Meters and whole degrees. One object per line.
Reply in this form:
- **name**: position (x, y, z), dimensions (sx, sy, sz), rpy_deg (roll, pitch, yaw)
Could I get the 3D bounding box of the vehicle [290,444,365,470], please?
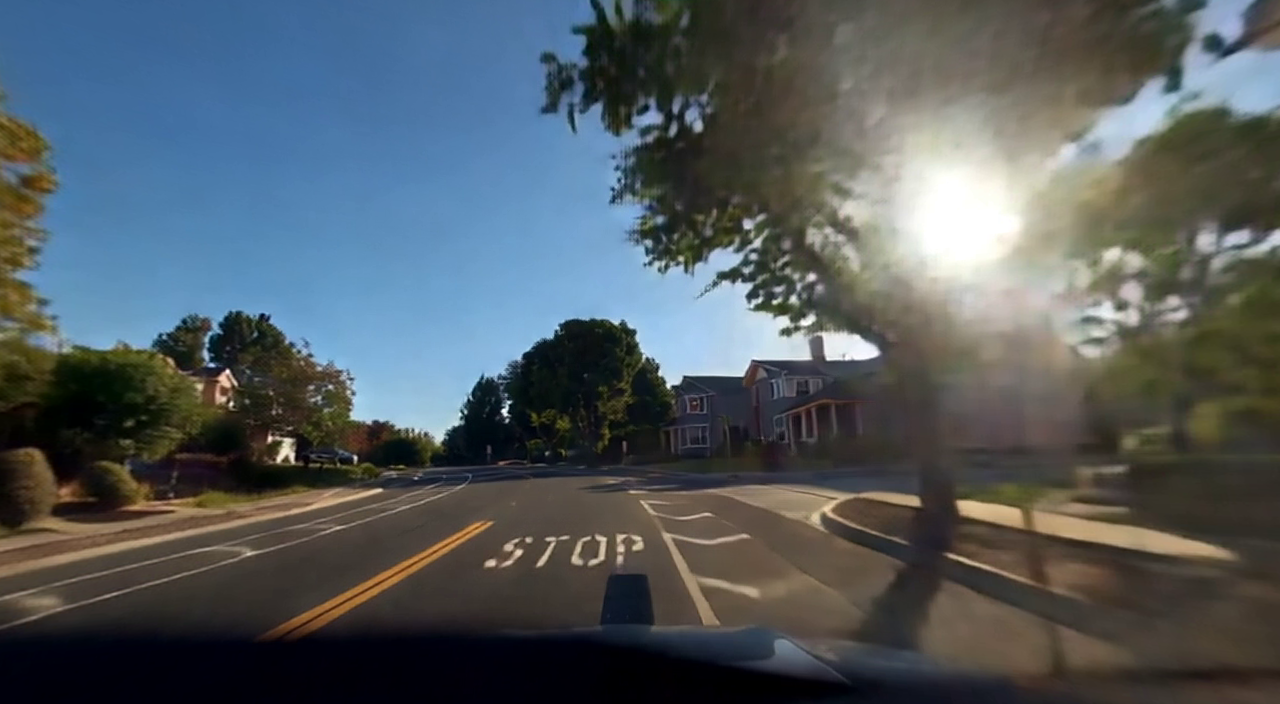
- **vehicle**: position (-23.589, 7.936, 47.637), dimensions (4.562, 1.857, 2.129), rpy_deg (-1, -9, 9)
